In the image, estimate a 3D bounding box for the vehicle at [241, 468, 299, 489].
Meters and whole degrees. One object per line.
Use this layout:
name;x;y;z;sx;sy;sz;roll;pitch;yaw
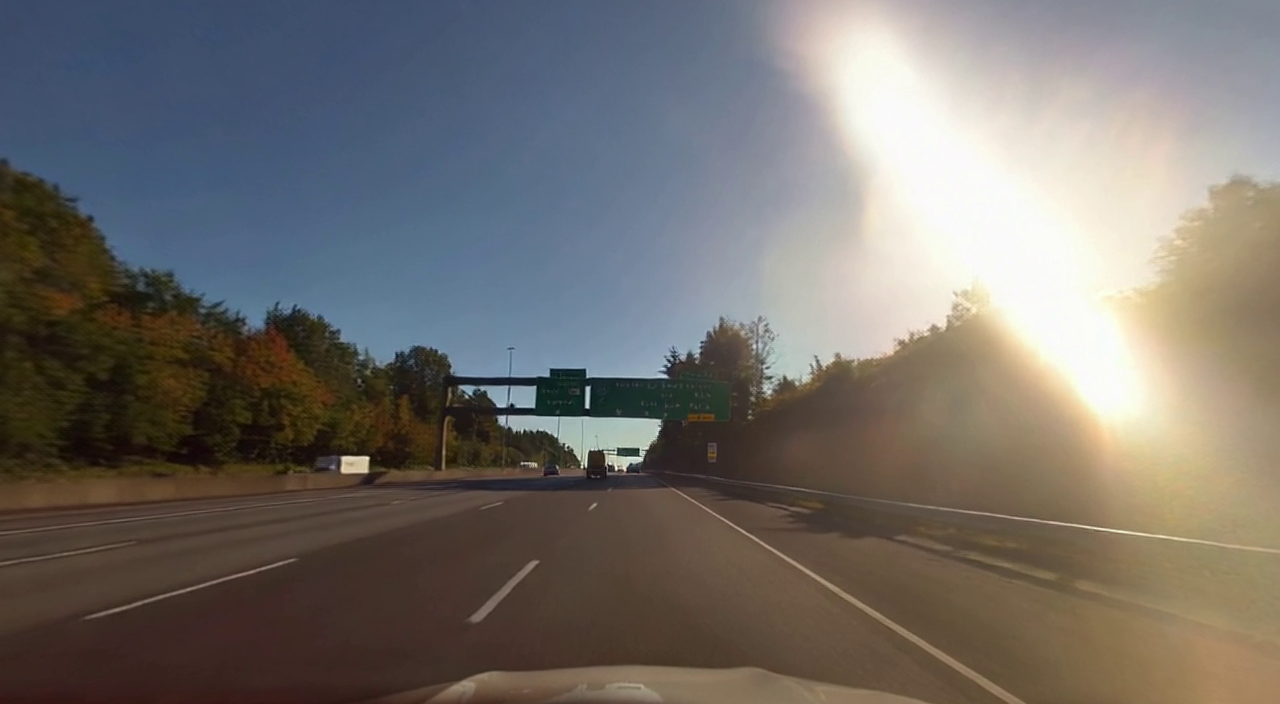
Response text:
vehicle;-25.911;8.850;44.231;1.728;1.373;3.849;1;-11;-1

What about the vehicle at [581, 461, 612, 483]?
vehicle;-3.305;9.256;48.671;2.092;1.642;3.895;1;-10;-1
